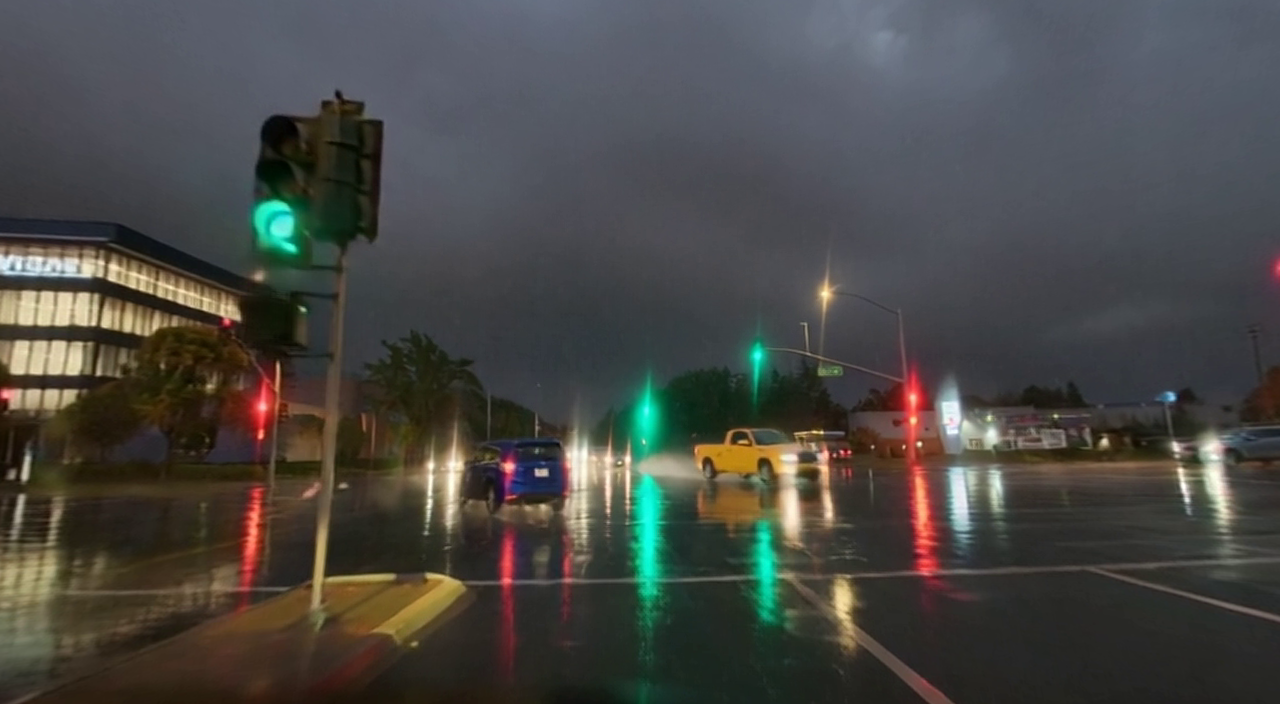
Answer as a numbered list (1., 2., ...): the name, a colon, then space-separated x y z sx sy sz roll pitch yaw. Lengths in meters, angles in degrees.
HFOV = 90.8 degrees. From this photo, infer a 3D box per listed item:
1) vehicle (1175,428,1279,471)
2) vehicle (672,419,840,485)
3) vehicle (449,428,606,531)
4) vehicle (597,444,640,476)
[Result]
1. vehicle: 23.252 3.606 23.473 5.079 1.496 1.876 0 -9 -3
2. vehicle: 4.260 3.831 24.372 2.708 2.200 5.960 7 -11 -38
3. vehicle: -2.578 2.595 13.510 2.238 1.762 4.445 4 -9 -24
4. vehicle: -1.306 6.063 35.785 2.142 1.607 4.733 1 -9 -6
